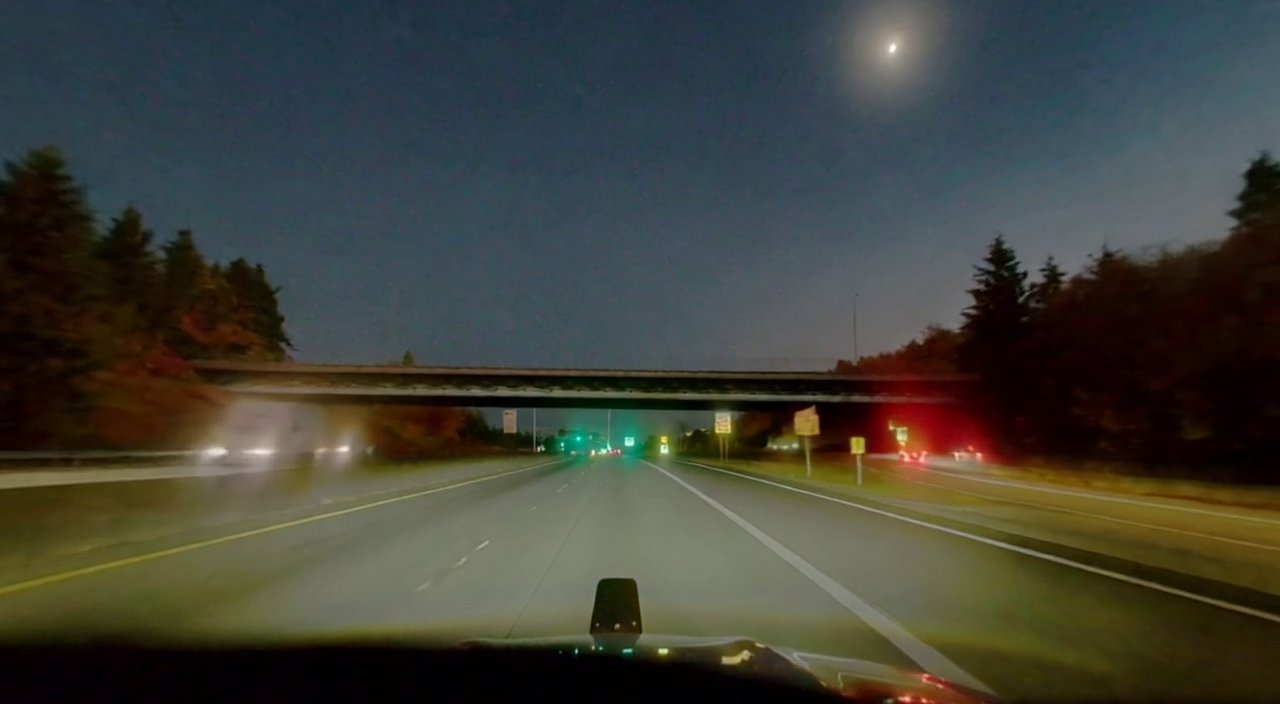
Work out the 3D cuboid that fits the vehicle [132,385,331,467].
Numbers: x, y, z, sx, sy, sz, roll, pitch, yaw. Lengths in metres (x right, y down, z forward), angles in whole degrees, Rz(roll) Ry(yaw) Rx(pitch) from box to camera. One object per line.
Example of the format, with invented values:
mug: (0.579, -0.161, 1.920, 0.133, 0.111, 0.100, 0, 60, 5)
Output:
vehicle: (-14.041, 2.748, 22.400, 2.526, 2.474, 6.834, 0, -9, 0)
